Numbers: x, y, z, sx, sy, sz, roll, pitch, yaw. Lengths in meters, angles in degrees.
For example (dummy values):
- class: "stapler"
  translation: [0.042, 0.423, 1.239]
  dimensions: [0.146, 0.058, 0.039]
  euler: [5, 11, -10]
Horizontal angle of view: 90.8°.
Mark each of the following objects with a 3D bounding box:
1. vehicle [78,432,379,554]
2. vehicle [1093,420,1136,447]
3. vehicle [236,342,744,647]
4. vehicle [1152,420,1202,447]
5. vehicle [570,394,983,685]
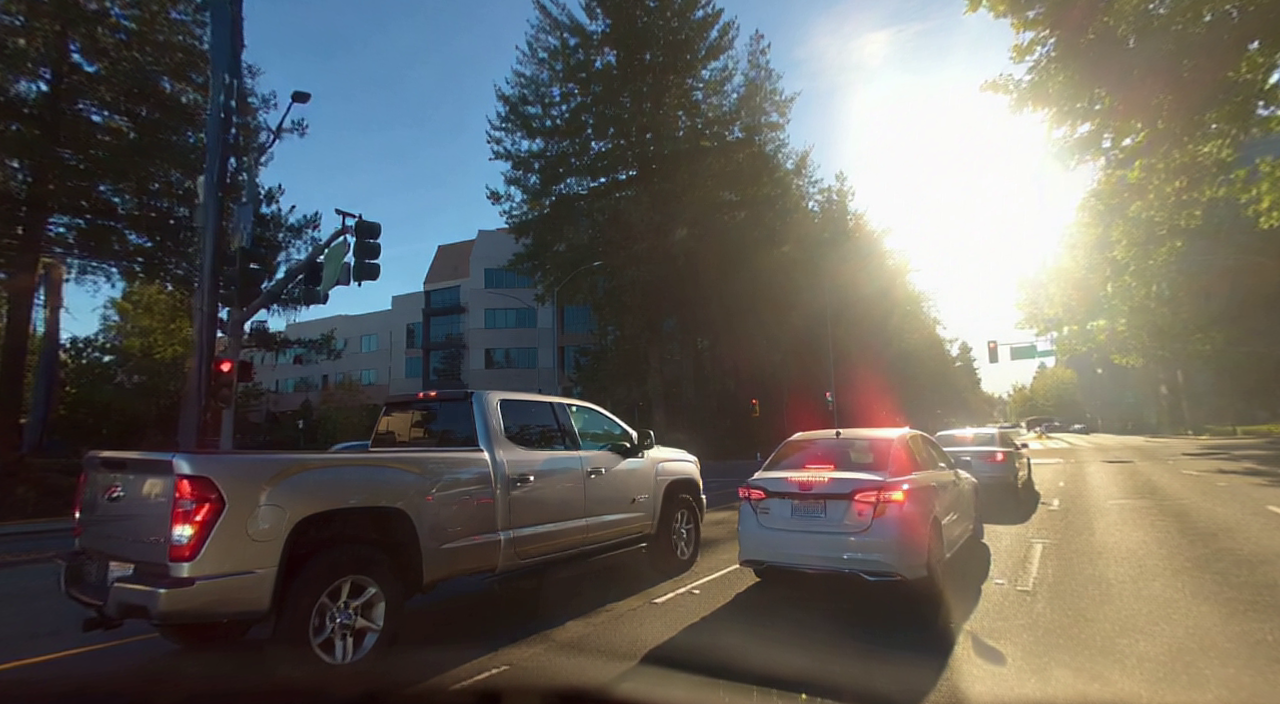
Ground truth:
- class: "vehicle"
  translation: [-8.382, 2.800, 13.422]
  dimensions: [2.174, 2.057, 4.738]
  euler: [-6, -10, 33]
- class: "vehicle"
  translation: [32.808, 5.678, 43.712]
  dimensions: [2.160, 1.790, 4.303]
  euler: [-6, -10, 35]
- class: "vehicle"
  translation: [-0.870, 1.401, 7.471]
  dimensions: [2.272, 2.016, 6.146]
  euler: [-5, -10, 27]
- class: "vehicle"
  translation: [35.774, 5.477, 42.182]
  dimensions: [2.183, 1.714, 4.491]
  euler: [-6, -11, 37]
- class: "vehicle"
  translation: [1.717, 1.378, 5.991]
  dimensions: [2.027, 1.549, 4.801]
  euler: [-6, -10, 35]
